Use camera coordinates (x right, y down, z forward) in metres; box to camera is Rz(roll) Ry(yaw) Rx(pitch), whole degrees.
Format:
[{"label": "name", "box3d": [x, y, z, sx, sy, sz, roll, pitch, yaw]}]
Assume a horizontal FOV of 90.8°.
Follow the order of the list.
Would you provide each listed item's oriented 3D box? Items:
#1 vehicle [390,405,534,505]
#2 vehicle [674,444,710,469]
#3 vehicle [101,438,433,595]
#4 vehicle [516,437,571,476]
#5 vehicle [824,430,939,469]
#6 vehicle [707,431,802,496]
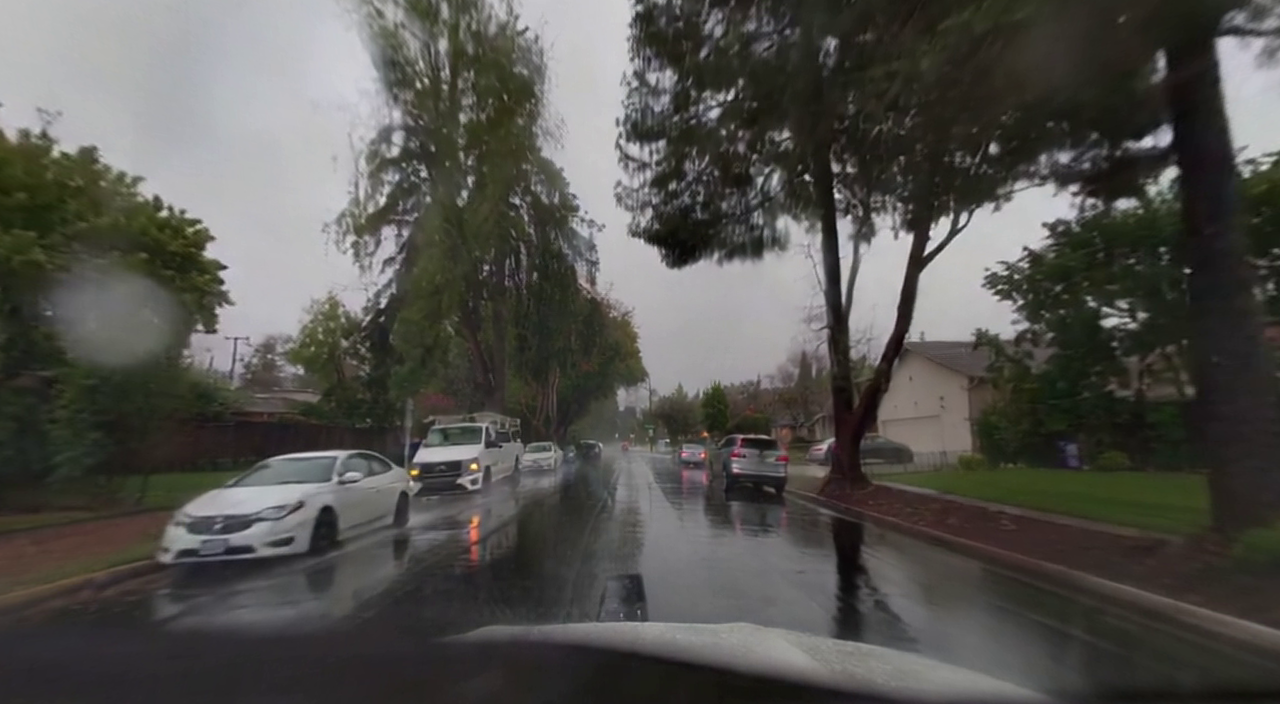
[{"label": "vehicle", "box3d": [-4.961, 2.977, 18.967, 2.476, 2.434, 6.543, 0, -7, -1]}, {"label": "vehicle", "box3d": [3.348, 6.756, 41.099, 1.945, 1.495, 3.983, 1, -9, -1]}, {"label": "vehicle", "box3d": [-4.505, 1.965, 8.693, 2.031, 1.479, 4.497, -1, -7, -3]}, {"label": "vehicle", "box3d": [-4.981, 5.431, 33.248, 2.140, 1.815, 4.926, 0, -7, -1]}, {"label": "vehicle", "box3d": [12.232, 4.985, 32.237, 5.043, 1.865, 2.026, 1, -9, -1]}, {"label": "vehicle", "box3d": [3.431, 3.448, 19.852, 2.082, 1.790, 4.330, 1, -9, -1]}]
